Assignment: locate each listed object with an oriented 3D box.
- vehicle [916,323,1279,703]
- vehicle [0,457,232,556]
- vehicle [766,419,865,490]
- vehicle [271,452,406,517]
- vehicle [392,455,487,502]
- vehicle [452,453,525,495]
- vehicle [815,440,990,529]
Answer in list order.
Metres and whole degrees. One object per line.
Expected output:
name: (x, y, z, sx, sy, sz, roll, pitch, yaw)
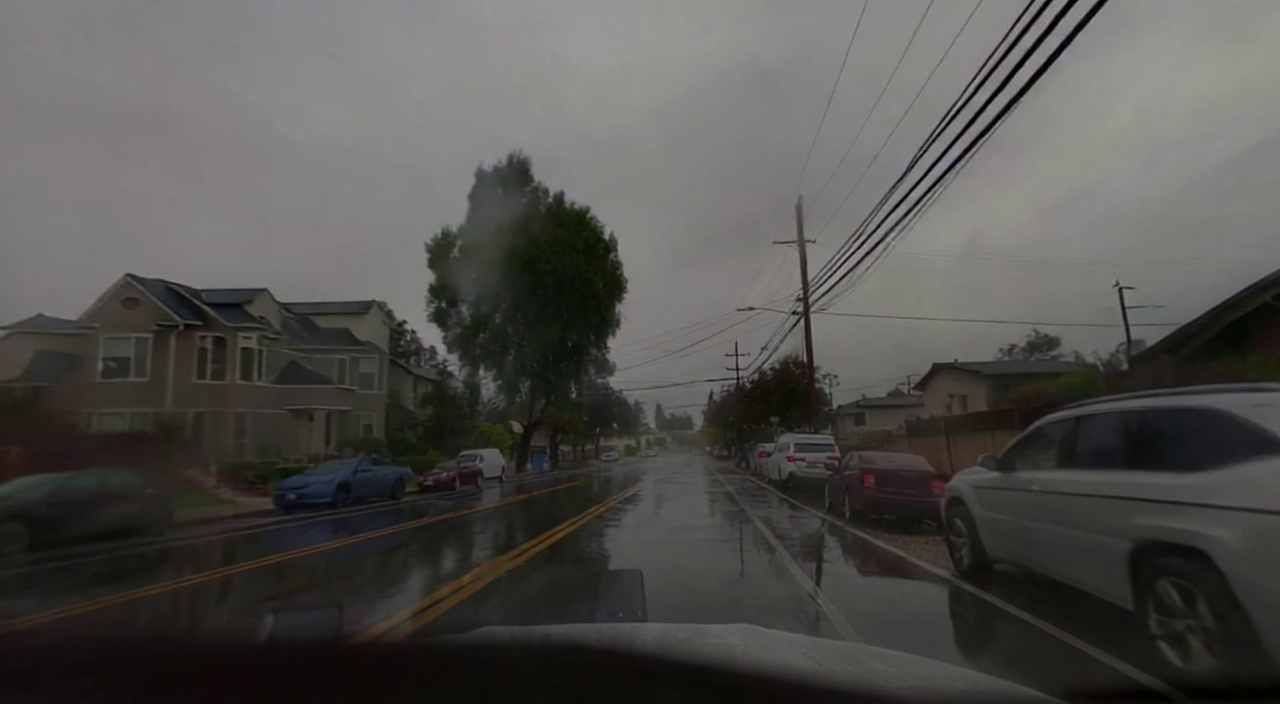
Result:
vehicle: (4.227, 1.089, 4.785, 2.199, 1.885, 5.461, -1, -8, 5)
vehicle: (-10.803, 2.898, 12.203, 2.136, 1.431, 5.197, -7, -9, 5)
vehicle: (6.001, 3.598, 22.459, 2.330, 2.160, 5.550, -1, -8, 5)
vehicle: (-9.771, 4.282, 20.958, 1.937, 1.837, 4.414, -1, -8, 6)
vehicle: (-9.039, 5.731, 29.111, 2.089, 1.837, 5.499, -1, -8, 5)
vehicle: (-8.246, 6.681, 35.086, 2.282, 2.060, 5.738, -1, -8, 4)
vehicle: (5.163, 2.619, 13.325, 1.927, 1.483, 5.100, -1, -8, 5)
